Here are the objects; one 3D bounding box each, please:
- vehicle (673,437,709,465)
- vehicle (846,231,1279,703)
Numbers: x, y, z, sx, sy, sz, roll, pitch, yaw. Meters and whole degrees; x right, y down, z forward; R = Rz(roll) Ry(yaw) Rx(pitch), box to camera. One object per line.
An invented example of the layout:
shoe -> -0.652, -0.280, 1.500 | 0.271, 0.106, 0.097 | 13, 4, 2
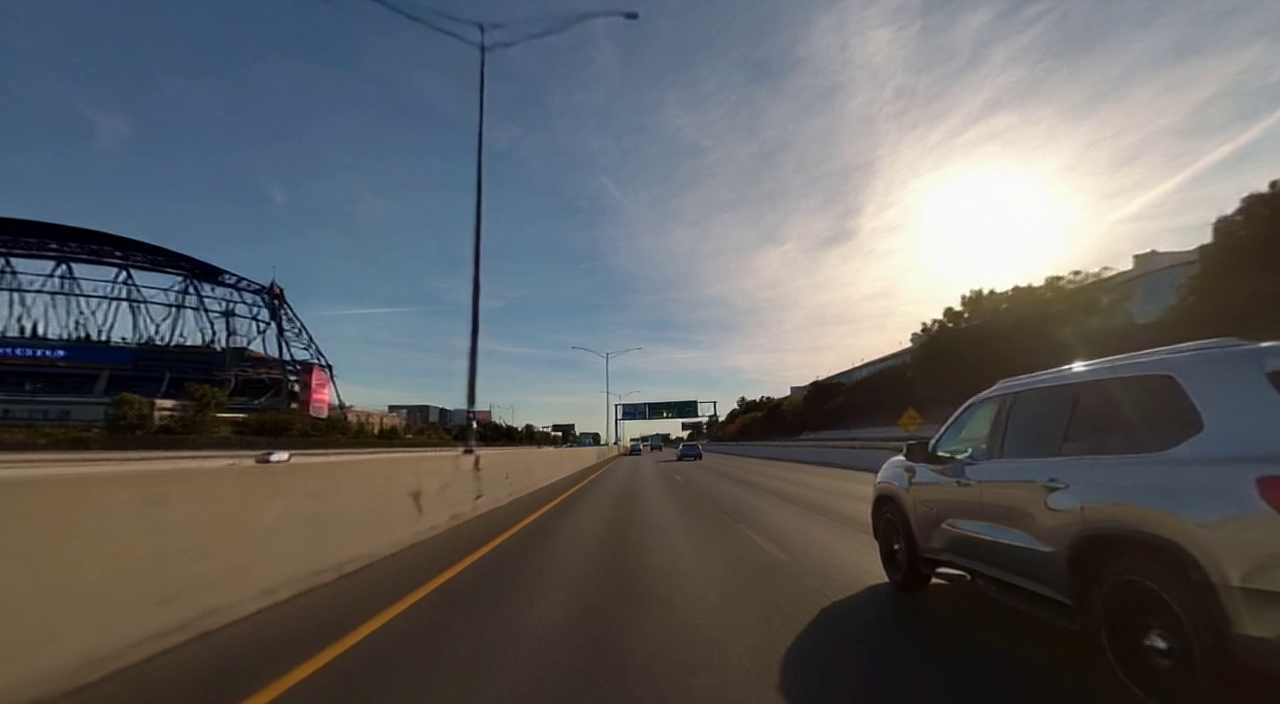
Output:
vehicle -> 3.321, 6.603, 42.147 | 1.973, 1.774, 4.092 | 0, -9, -1
vehicle -> 3.073, 0.843, 3.377 | 2.199, 2.002, 4.970 | 0, -8, 0
